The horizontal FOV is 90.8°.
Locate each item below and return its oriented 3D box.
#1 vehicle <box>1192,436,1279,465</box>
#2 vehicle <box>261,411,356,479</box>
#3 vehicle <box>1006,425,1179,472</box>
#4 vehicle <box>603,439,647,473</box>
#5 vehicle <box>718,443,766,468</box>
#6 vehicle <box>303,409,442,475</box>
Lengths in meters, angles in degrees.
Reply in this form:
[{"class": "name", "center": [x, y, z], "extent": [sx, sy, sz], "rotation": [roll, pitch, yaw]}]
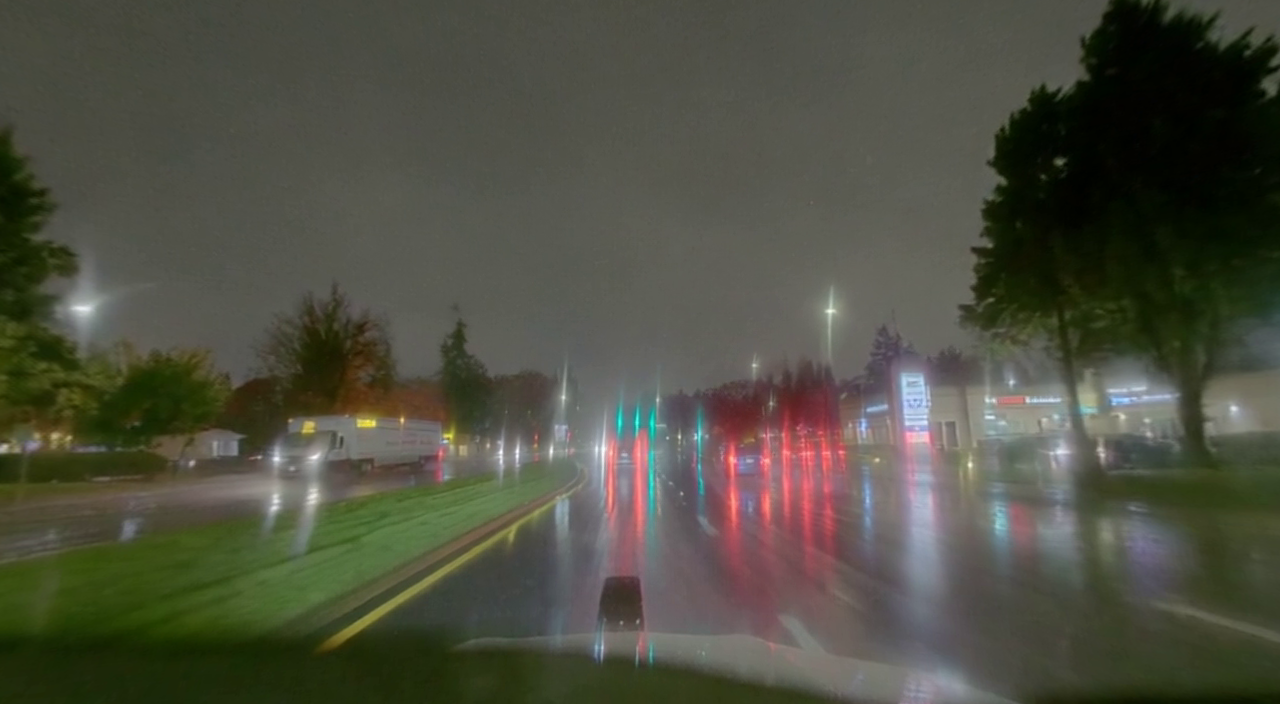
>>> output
[{"class": "vehicle", "center": [32.879, 5.300, 34.239], "extent": [1.804, 1.461, 4.611], "rotation": [0, -8, 1]}, {"class": "vehicle", "center": [-19.622, 5.548, 37.733], "extent": [2.986, 3.786, 4.453], "rotation": [0, -8, 1]}, {"class": "vehicle", "center": [20.157, 4.321, 28.376], "extent": [5.909, 1.970, 2.365], "rotation": [0, -8, 0]}, {"class": "vehicle", "center": [-0.827, 5.160, 31.607], "extent": [2.072, 1.545, 4.578], "rotation": [0, -8, -3]}, {"class": "vehicle", "center": [6.463, 6.600, 40.536], "extent": [2.075, 1.475, 4.571], "rotation": [0, -8, -3]}, {"class": "vehicle", "center": [-19.490, 6.895, 48.239], "extent": [3.133, 4.167, 16.699], "rotation": [0, -8, 1]}]
